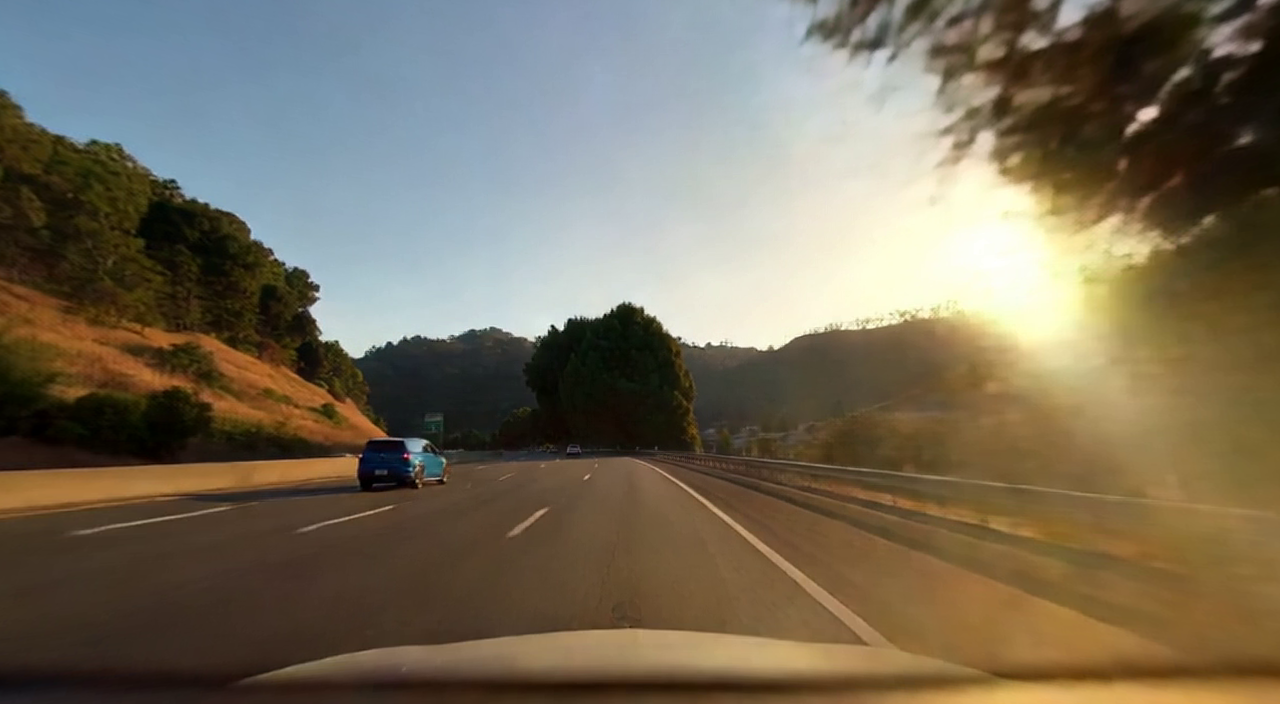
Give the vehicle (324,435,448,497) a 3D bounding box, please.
[{"bbox_3d":[-7.727,3.488,19.758,2.046,1.712,4.533,0,-8,-1],"label":"vehicle"}]
